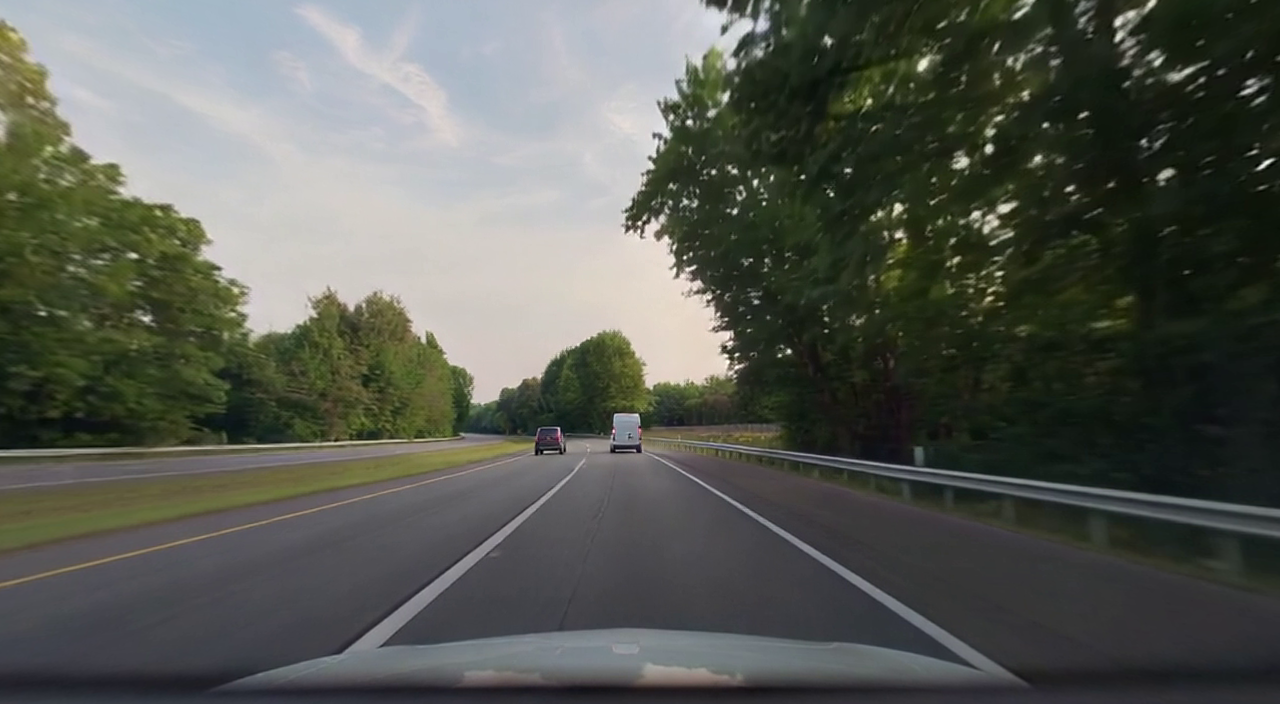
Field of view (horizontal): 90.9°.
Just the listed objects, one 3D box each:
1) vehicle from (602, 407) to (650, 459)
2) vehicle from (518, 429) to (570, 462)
[{"bbox_3d":[-0.928,4.940,38.383,2.647,2.896,6.480,0,-8,-3],"label":"vehicle"},{"bbox_3d":[-4.986,4.930,33.362,2.110,1.636,4.453,0,-8,-1],"label":"vehicle"}]
